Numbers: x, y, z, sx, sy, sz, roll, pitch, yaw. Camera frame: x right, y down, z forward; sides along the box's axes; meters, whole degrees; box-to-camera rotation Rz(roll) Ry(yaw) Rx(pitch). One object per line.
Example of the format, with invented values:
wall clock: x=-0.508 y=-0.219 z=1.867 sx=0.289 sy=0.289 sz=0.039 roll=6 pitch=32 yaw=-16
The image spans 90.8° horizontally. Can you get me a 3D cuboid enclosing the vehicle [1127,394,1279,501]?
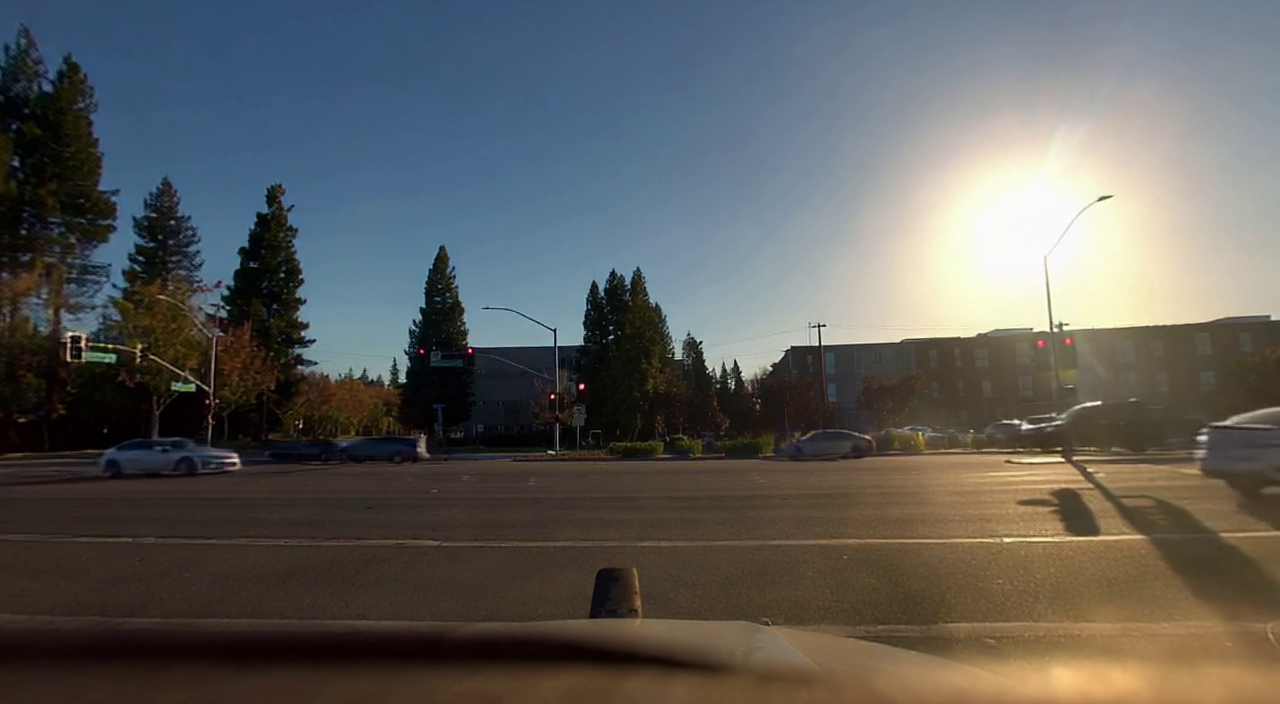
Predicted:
vehicle: x=11.964 y=1.647 z=10.985 sx=4.959 sy=1.715 sz=2.162 roll=-2 pitch=-9 yaw=11

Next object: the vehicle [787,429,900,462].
vehicle: x=9.476 y=4.420 z=29.870 sx=4.860 sy=1.441 sz=1.934 roll=-2 pitch=-9 yaw=12

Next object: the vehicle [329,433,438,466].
vehicle: x=-12.920 y=4.942 z=31.971 sx=4.677 sy=1.593 sz=2.029 roll=-2 pitch=-9 yaw=10

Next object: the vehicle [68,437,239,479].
vehicle: x=-17.617 y=3.829 z=22.995 sx=4.836 sy=1.445 sz=2.057 roll=-1 pitch=-9 yaw=9

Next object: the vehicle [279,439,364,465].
vehicle: x=-20.063 y=6.303 z=39.843 sx=4.488 sy=1.536 sz=1.849 roll=-2 pitch=-8 yaw=10

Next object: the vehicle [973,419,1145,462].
vehicle: x=15.028 y=3.221 z=22.949 sx=4.749 sy=1.461 sz=1.892 roll=-1 pitch=-9 yaw=9
